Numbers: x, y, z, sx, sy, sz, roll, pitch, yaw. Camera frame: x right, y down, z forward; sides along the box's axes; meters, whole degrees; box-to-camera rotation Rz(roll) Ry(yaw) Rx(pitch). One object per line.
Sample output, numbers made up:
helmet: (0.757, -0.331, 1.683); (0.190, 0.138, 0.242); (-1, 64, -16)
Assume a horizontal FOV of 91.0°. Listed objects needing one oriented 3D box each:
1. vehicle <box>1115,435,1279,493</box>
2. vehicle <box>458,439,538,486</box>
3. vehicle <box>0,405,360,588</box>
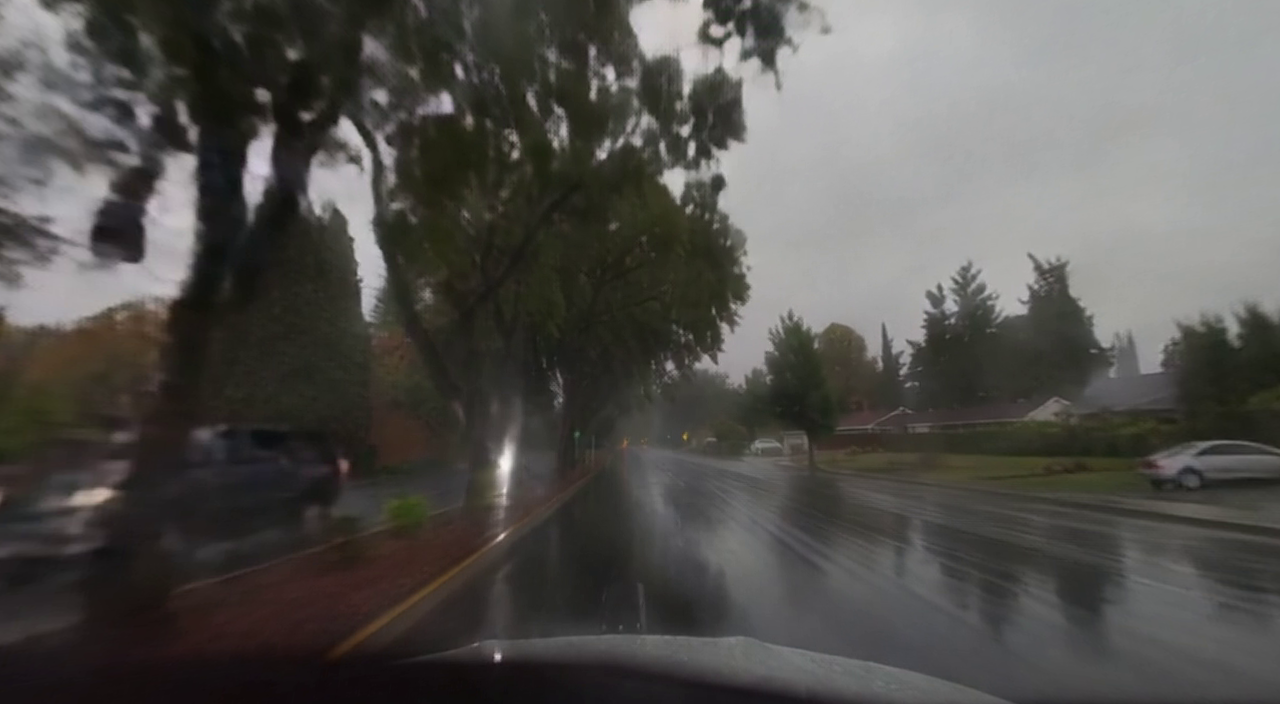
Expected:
vehicle: (15.518, 2.917, 16.580); (4.500, 1.390, 1.864); (0, -8, -1)
vehicle: (-5.307, 4.168, 24.078); (1.935, 1.521, 4.314); (-3, -9, 1)
vehicle: (-6.186, 1.844, 8.891); (2.071, 1.823, 4.799); (-2, -9, 2)
